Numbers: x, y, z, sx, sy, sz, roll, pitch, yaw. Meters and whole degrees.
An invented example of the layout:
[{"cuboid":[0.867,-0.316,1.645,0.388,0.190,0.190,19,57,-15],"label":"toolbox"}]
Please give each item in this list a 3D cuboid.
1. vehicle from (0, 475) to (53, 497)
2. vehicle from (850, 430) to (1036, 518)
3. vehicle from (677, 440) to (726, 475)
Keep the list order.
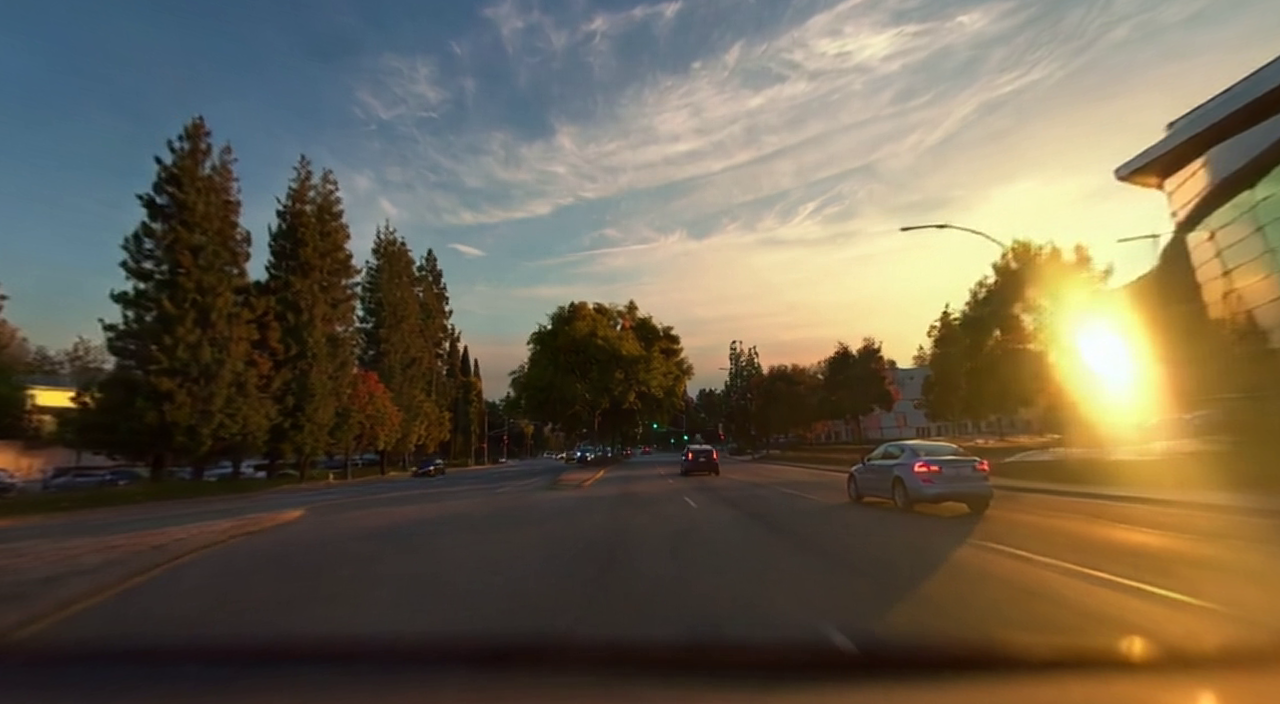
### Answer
[{"cuboid":[-48.331,10.323,48.870,1.754,1.437,4.117,-1,-9,0],"label":"vehicle"},{"cuboid":[6.453,2.642,14.119,2.000,1.618,4.238,-1,-9,0],"label":"vehicle"},{"cuboid":[3.257,5.708,34.328,2.095,1.759,4.862,-1,-9,-1],"label":"vehicle"}]
